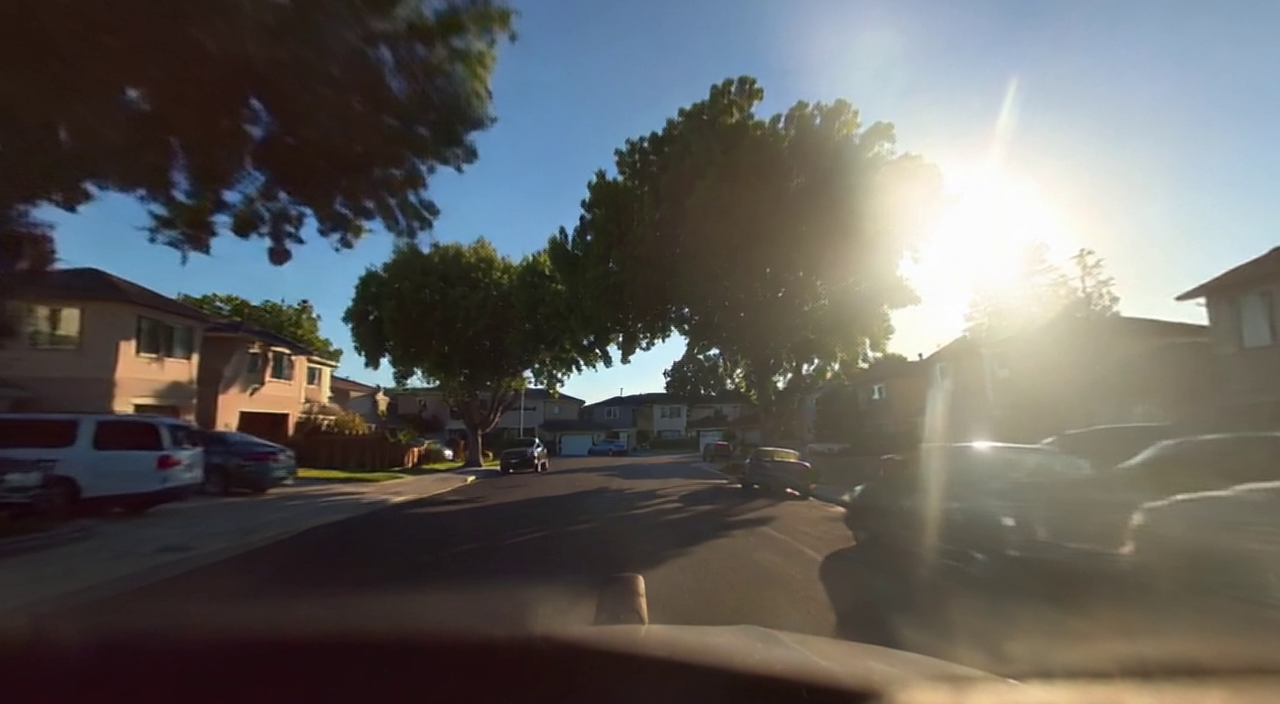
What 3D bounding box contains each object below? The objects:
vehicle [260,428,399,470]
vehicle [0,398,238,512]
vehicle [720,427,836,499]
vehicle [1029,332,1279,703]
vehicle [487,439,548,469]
[{"bbox_3d":[-11.744,3.695,24.131,4.221,1.508,2.032,0,-9,0],"label":"vehicle"},{"bbox_3d":[-10.138,1.818,11.343,4.448,1.850,1.957,0,-8,1],"label":"vehicle"},{"bbox_3d":[3.912,3.240,19.045,2.235,1.829,5.194,0,-8,-1],"label":"vehicle"},{"bbox_3d":[3.862,0.688,1.766,2.046,1.835,5.411,0,-8,-1],"label":"vehicle"},{"bbox_3d":[-6.720,5.498,34.308,2.236,1.459,4.832,3,-9,-23],"label":"vehicle"}]
